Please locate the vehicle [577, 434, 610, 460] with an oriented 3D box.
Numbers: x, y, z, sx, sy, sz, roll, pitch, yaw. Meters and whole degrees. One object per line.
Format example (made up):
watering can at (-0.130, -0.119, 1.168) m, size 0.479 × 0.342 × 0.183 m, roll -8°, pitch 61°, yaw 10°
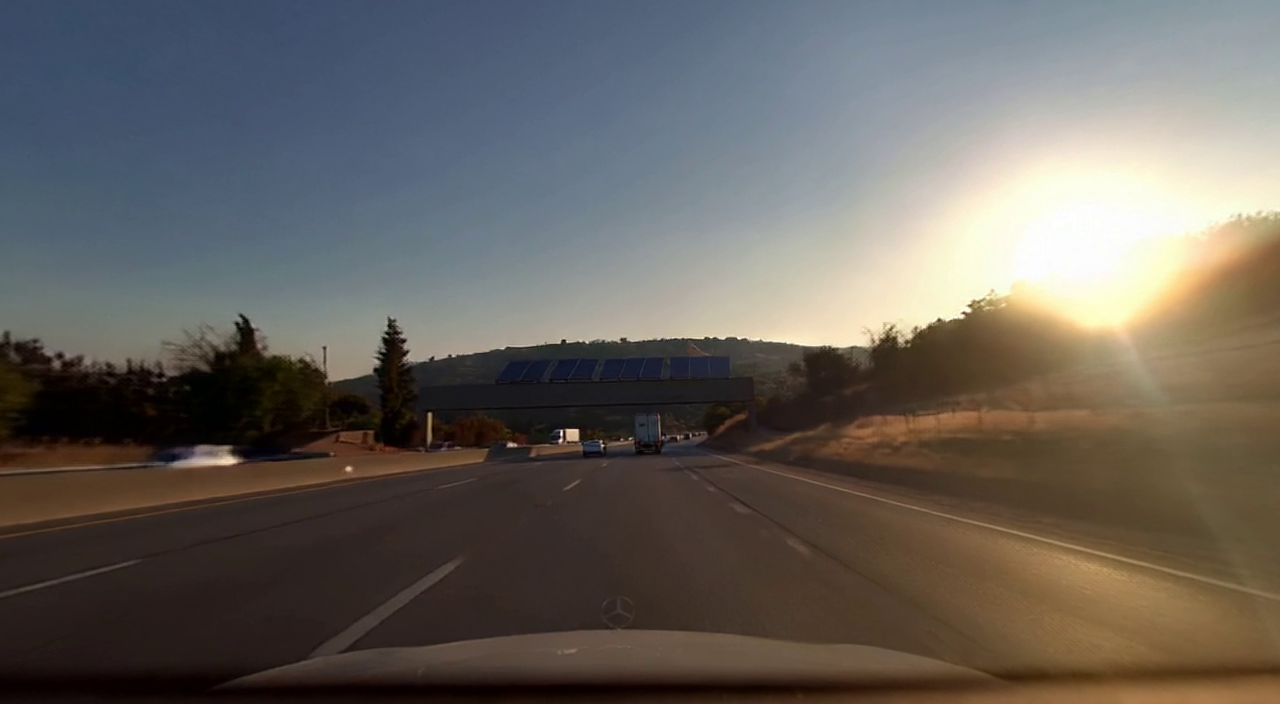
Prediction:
vehicle at (-3.627, 7.526, 49.979) m, size 2.130 × 1.935 × 4.817 m, roll -1°, pitch -8°, yaw 1°
